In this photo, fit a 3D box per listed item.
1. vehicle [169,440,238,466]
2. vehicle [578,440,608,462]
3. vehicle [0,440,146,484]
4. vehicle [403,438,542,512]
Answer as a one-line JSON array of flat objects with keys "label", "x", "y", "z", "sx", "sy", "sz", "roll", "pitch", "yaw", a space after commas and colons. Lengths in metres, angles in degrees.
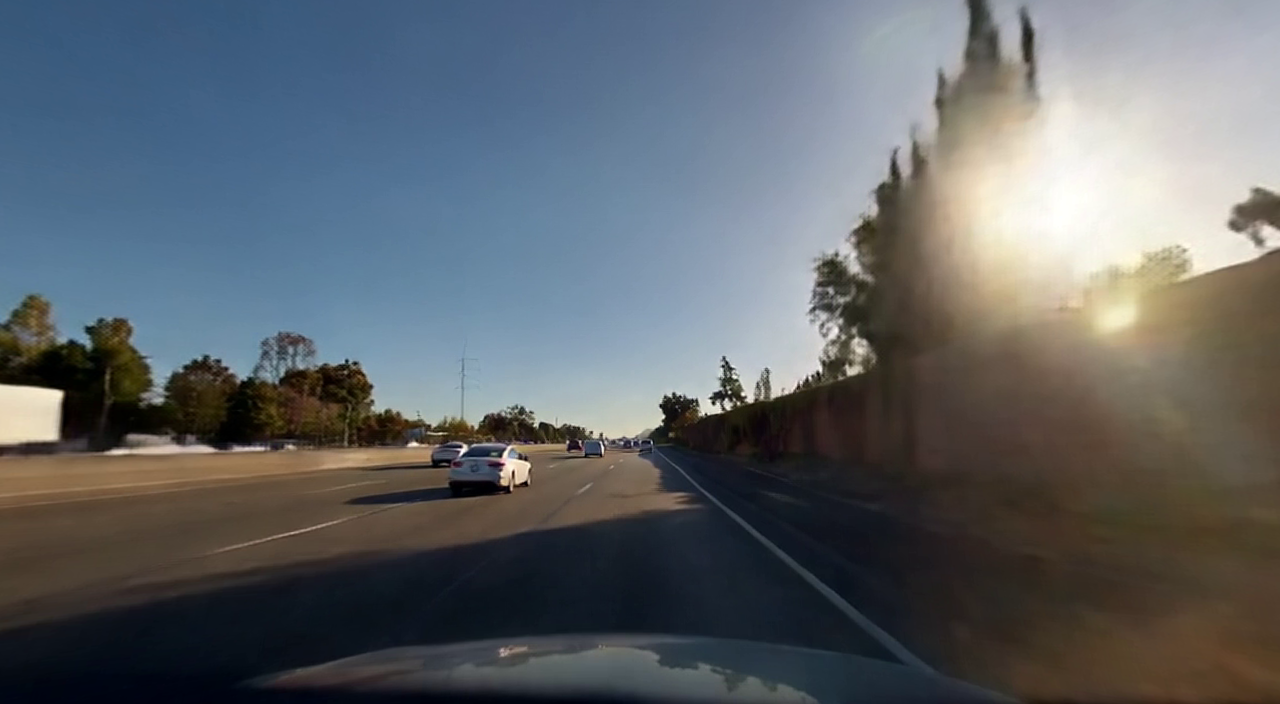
[{"label": "vehicle", "x": -27.742, "y": 6.412, "z": 40.041, "sx": 1.399, "sy": 1.579, "sz": 4.043, "roll": 0, "pitch": -8, "yaw": 1}, {"label": "vehicle", "x": -3.650, "y": 7.792, "z": 49.668, "sx": 2.036, "sy": 1.636, "sz": 4.511, "roll": 0, "pitch": -8, "yaw": 1}, {"label": "vehicle", "x": -21.260, "y": 4.051, "z": 23.528, "sx": 1.861, "sy": 1.461, "sz": 4.431, "roll": 0, "pitch": -8, "yaw": 0}, {"label": "vehicle", "x": -3.777, "y": 2.843, "z": 15.182, "sx": 1.945, "sy": 1.484, "sz": 4.803, "roll": 0, "pitch": -8, "yaw": 1}]
